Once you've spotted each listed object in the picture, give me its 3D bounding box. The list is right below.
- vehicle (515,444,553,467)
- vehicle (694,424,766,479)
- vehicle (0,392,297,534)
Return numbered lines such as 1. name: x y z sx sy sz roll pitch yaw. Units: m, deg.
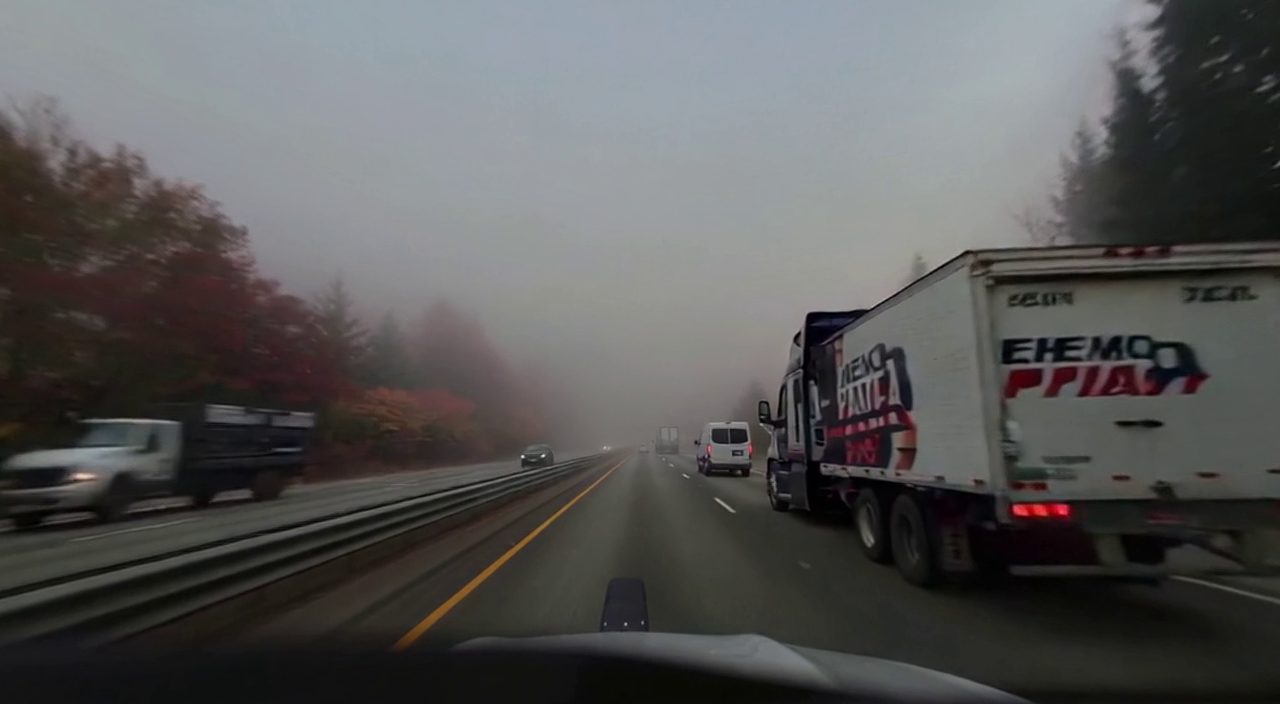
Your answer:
1. vehicle: -7.232 7.102 43.347 1.872 1.518 4.401 0 -8 0
2. vehicle: 3.726 4.230 26.966 2.291 2.112 5.052 0 -8 0
3. vehicle: -11.207 2.529 14.990 2.451 2.664 6.216 0 -8 1
